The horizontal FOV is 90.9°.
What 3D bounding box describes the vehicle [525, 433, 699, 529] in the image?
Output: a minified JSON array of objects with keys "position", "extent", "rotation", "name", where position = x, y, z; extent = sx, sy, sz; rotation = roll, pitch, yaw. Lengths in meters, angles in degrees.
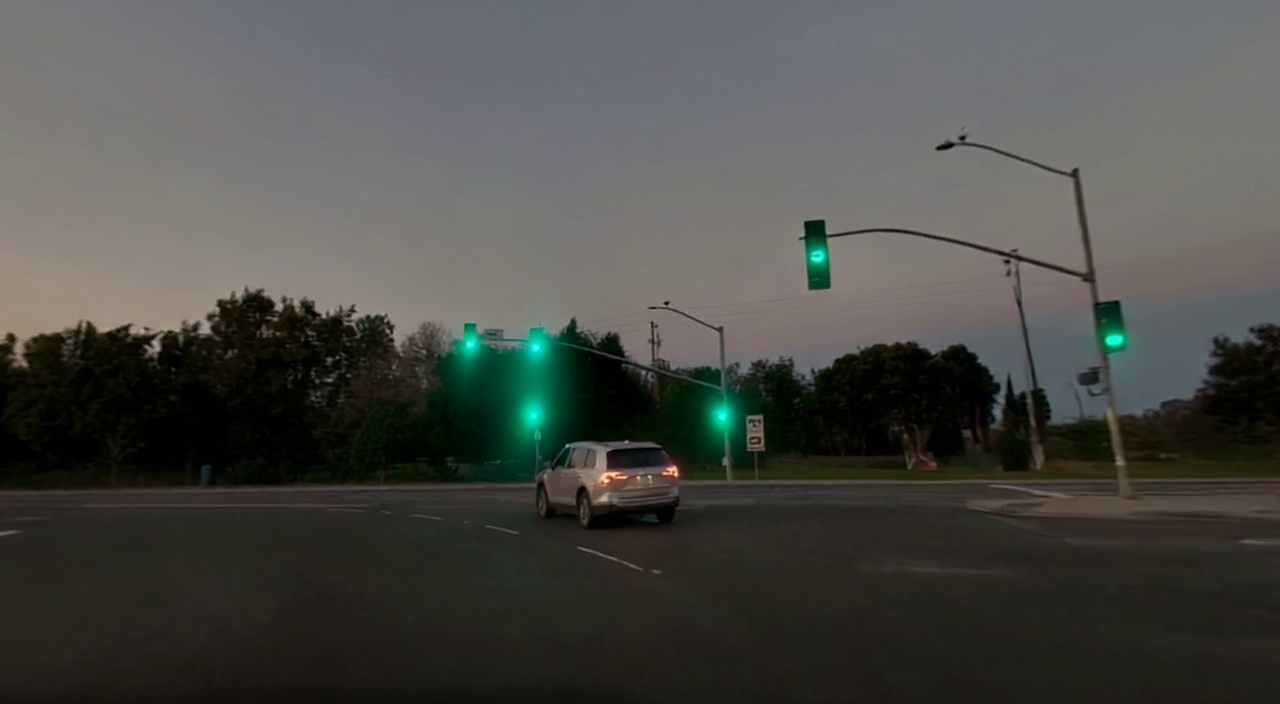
[{"position":[-0.776,2.570,13.289],"extent":[1.938,1.648,4.211],"rotation":[4,-9,-29],"name":"vehicle"}]
